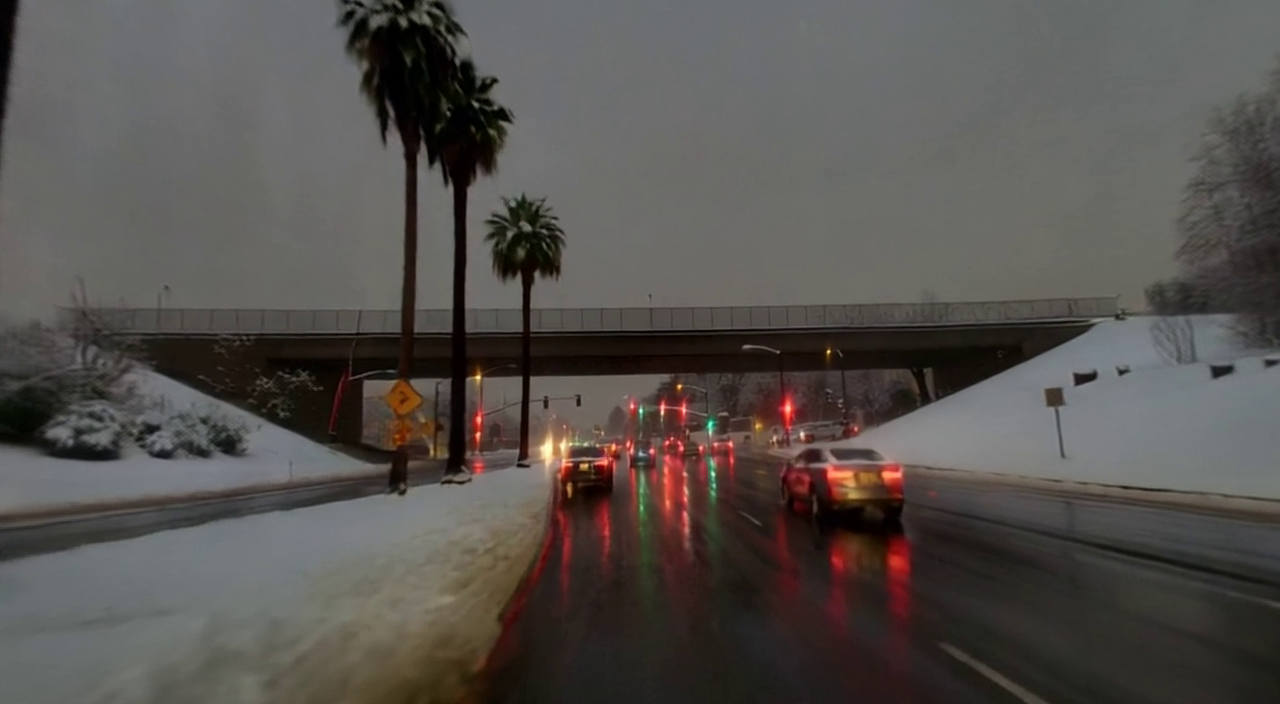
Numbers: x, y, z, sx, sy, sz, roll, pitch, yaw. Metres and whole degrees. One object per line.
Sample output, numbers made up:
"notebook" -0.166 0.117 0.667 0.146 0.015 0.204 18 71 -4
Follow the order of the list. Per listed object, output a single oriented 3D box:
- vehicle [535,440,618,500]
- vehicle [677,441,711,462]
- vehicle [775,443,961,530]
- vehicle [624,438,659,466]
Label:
"vehicle" -1.748 3.320 18.160 2.111 1.506 4.018 1 -8 -4
"vehicle" 4.083 7.612 48.257 2.119 1.509 4.495 0 -8 -1
"vehicle" 4.211 2.526 12.462 2.156 1.404 4.120 0 -8 0
"vehicle" 0.096 6.457 40.505 2.172 1.694 4.055 0 -8 0
